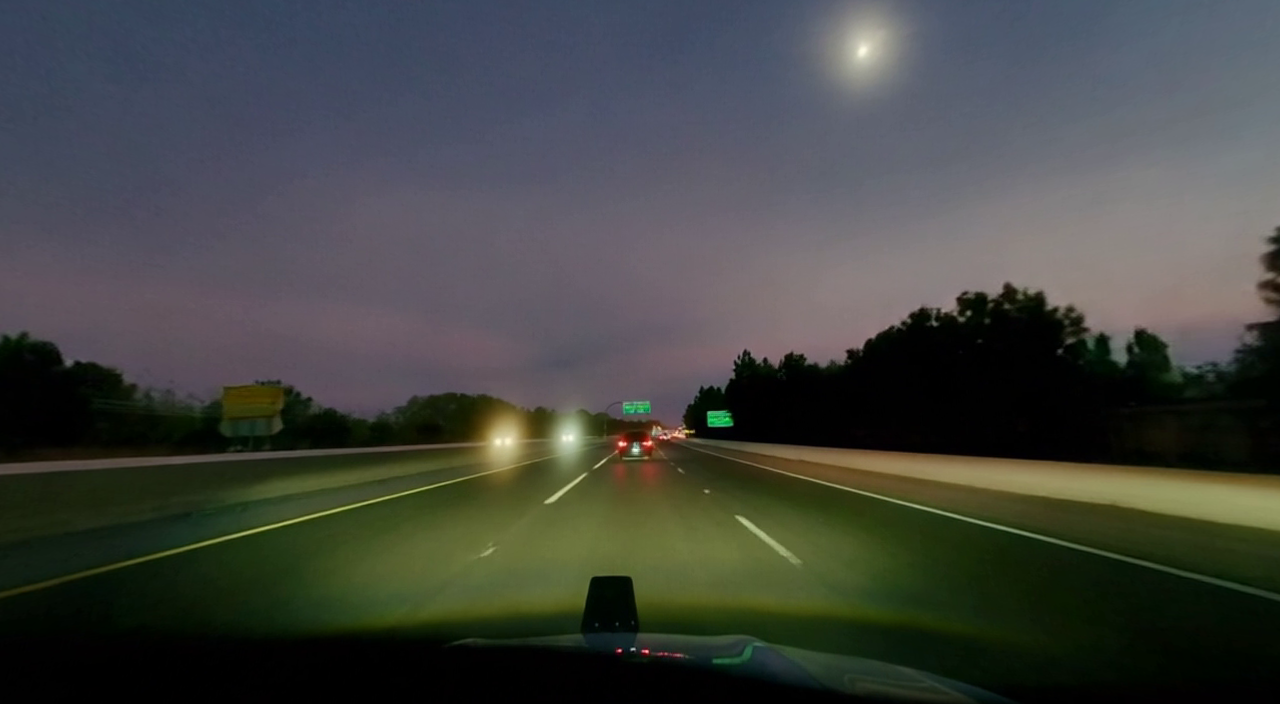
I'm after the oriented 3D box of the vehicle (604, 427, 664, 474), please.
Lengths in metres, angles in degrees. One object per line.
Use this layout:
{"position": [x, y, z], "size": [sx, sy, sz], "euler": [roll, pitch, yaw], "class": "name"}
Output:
{"position": [-0.244, 3.685, 23.839], "size": [2.094, 1.600, 3.666], "euler": [0, -8, -1], "class": "vehicle"}
